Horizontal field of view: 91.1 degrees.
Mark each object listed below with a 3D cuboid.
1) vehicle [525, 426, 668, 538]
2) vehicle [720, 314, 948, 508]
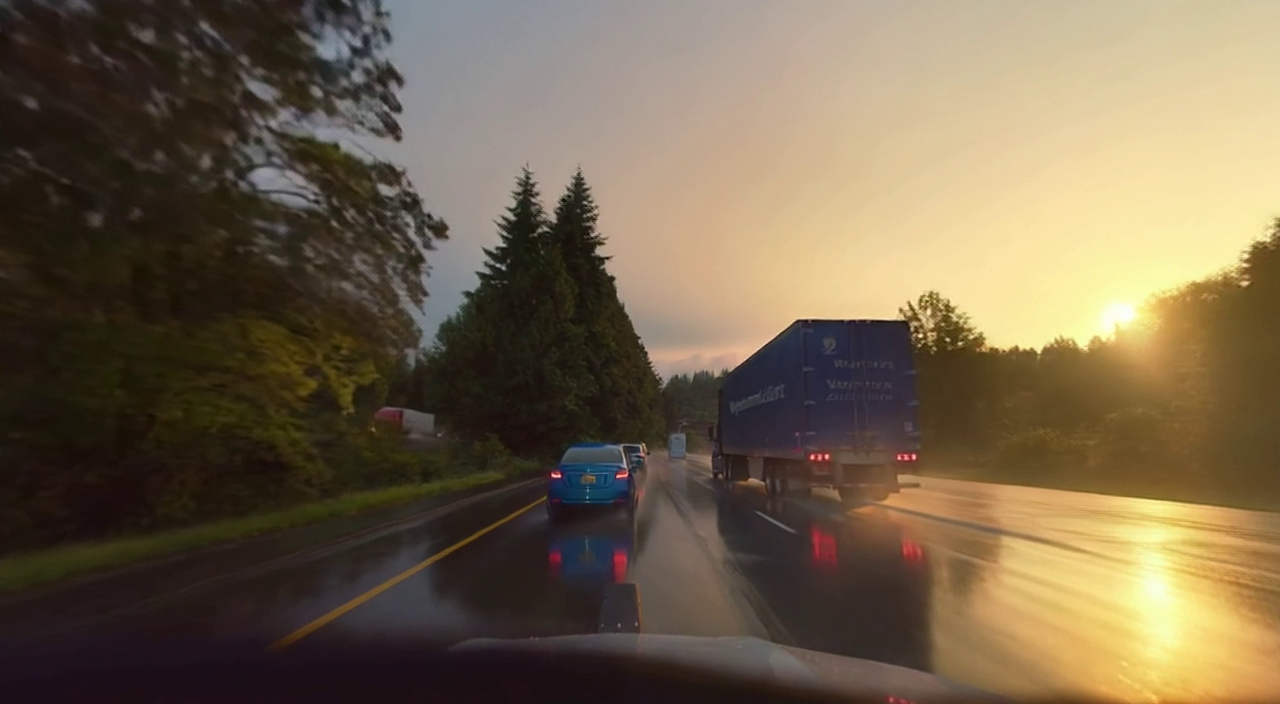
[{"bbox_3d":[-0.628,2.146,10.902,2.038,1.582,3.729,0,-9,0],"label":"vehicle"},{"bbox_3d":[4.881,2.256,20.112,2.825,4.043,14.051,0,-9,0],"label":"vehicle"}]
